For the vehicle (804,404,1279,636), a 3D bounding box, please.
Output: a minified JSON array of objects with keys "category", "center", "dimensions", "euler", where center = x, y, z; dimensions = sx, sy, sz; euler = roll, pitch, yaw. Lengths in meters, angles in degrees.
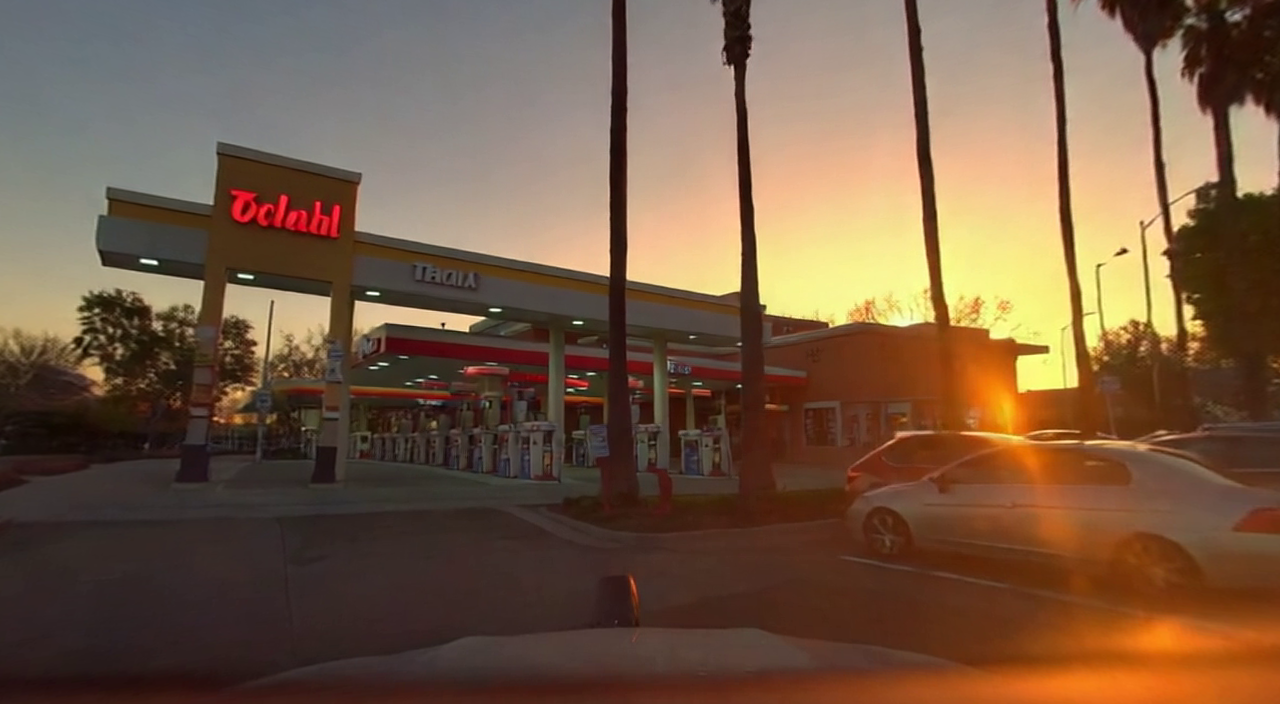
[{"category":"vehicle","center":[4.032,1.398,6.146],"dimensions":[1.937,1.490,4.564],"euler":[5,-10,-32]}]
